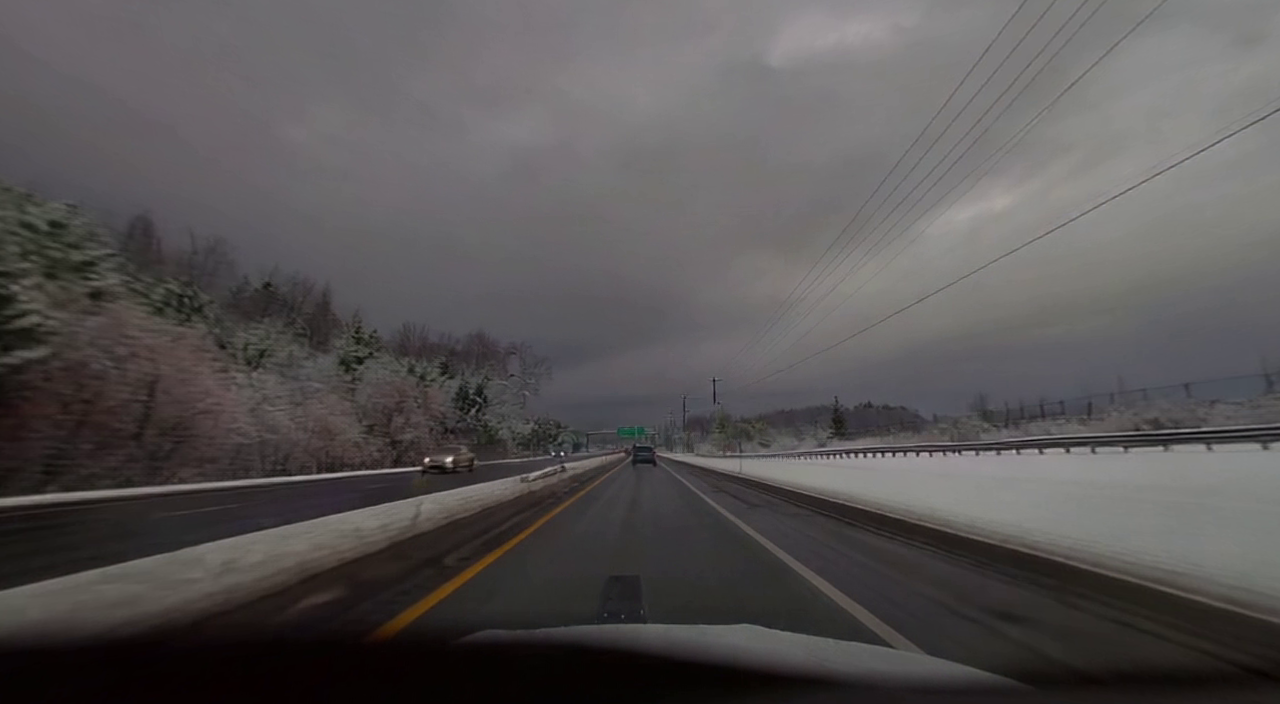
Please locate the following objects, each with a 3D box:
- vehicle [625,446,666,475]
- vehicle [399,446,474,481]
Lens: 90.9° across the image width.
[{"bbox_3d":[0.267,5.945,34.565,2.080,1.486,3.813,0,-9,0],"label":"vehicle"},{"bbox_3d":[-9.496,5.239,29.870,1.958,1.515,4.791,0,-9,0],"label":"vehicle"}]
